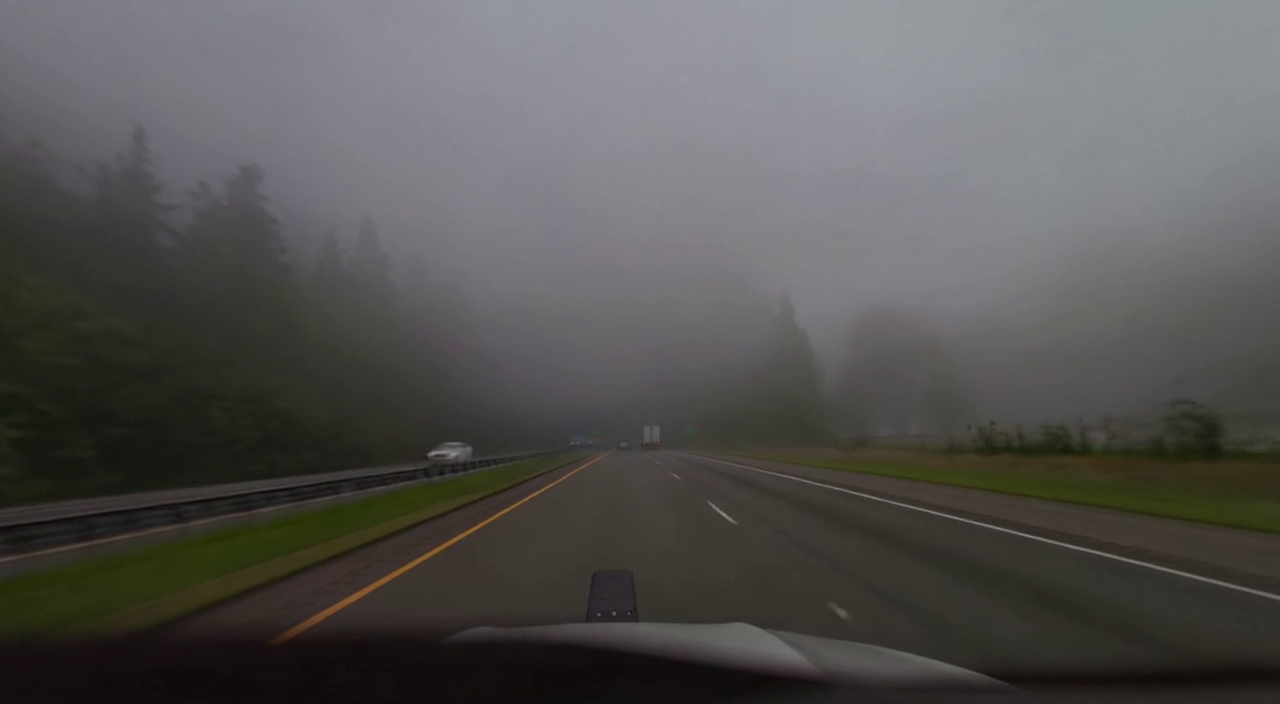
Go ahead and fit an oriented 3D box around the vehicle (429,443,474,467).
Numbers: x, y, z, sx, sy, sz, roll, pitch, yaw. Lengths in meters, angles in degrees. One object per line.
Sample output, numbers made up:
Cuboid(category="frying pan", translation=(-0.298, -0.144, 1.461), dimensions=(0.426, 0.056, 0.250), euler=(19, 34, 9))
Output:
Cuboid(category="vehicle", translation=(-11.770, 6.433, 39.612), dimensions=(1.795, 1.412, 4.022), euler=(0, -8, -3))
